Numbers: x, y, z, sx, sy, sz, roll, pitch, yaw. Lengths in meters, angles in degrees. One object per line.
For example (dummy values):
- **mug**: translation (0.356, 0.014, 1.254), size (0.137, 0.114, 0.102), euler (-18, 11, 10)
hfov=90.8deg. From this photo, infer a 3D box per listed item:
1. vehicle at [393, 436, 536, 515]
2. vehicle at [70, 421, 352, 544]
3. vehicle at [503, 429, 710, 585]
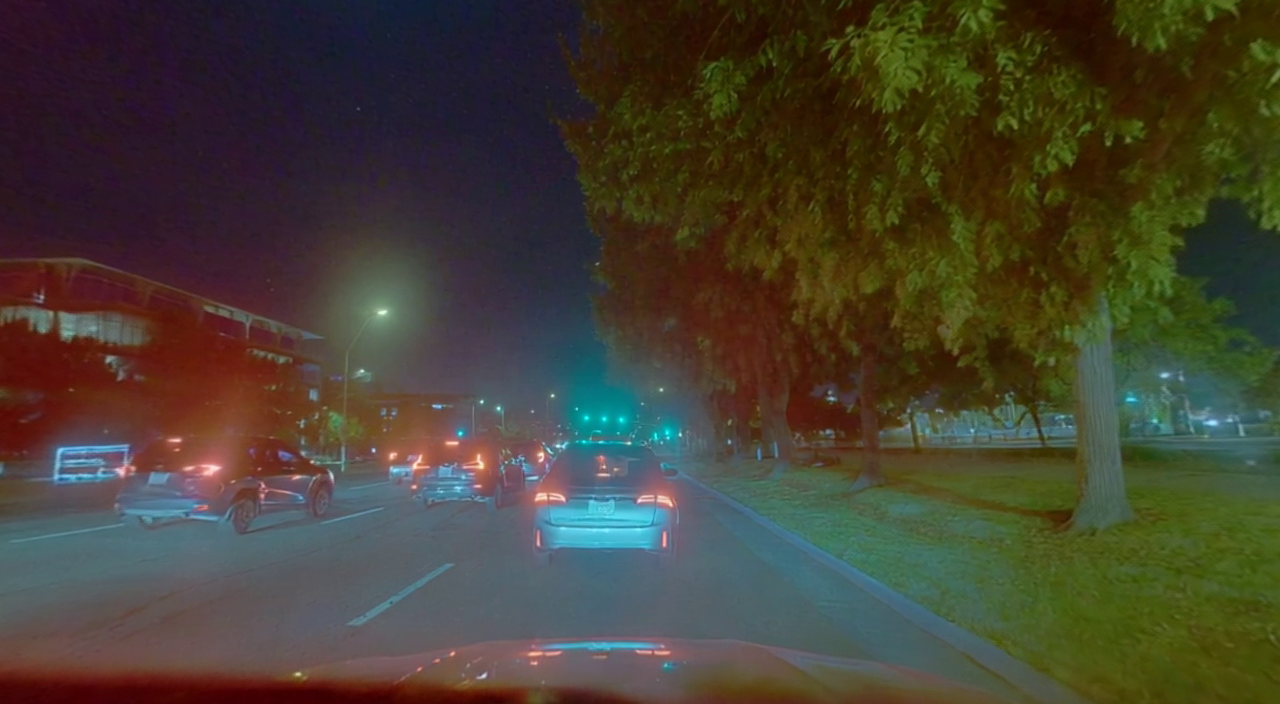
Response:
- **vehicle**: translation (-3.769, 2.732, 14.535), size (1.913, 1.521, 4.539), euler (0, -9, 1)
- **vehicle**: translation (-7.318, 2.243, 11.490), size (2.068, 1.784, 4.224), euler (0, -9, 1)
- **vehicle**: translation (-0.340, 1.856, 8.378), size (2.066, 1.544, 3.954), euler (0, -9, 0)
